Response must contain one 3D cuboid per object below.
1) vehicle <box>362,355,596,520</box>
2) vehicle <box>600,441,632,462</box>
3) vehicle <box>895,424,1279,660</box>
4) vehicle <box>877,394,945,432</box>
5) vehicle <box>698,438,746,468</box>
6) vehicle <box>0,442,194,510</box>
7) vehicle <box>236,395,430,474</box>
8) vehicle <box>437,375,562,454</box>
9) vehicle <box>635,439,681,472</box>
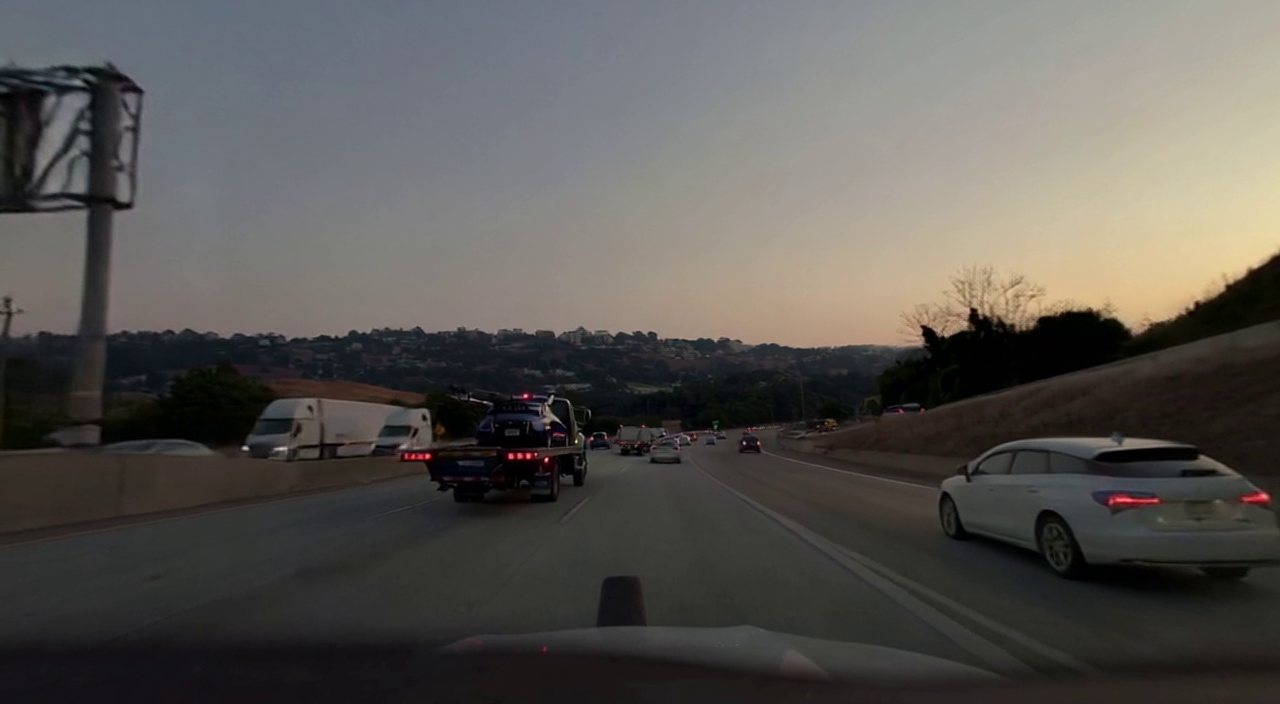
[{"bbox_3d":[-3.240,2.270,16.506,3.162,2.955,10.282,0,-8,2],"label":"vehicle"},{"bbox_3d":[-1.760,7.374,46.832,2.016,1.450,4.310,0,-8,3],"label":"vehicle"},{"bbox_3d":[4.529,1.528,6.248,2.040,1.481,4.260,0,-8,-3],"label":"vehicle"},{"bbox_3d":[19.750,4.532,46.281,2.433,2.488,4.939,1,-8,-5],"label":"vehicle"},{"bbox_3d":[4.732,5.879,36.991,2.075,1.614,4.682,0,-8,-1],"label":"vehicle"},{"bbox_3d":[-13.386,2.988,15.709,1.824,1.475,3.671,0,-8,0],"label":"vehicle"},{"bbox_3d":[-16.086,4.700,35.268,3.195,3.540,13.835,-1,-8,4],"label":"vehicle"},{"bbox_3d":[-3.257,1.660,15.696,1.893,1.674,4.766,0,-8,2],"label":"vehicle"},{"bbox_3d":[0.863,4.946,30.367,2.079,1.499,3.915,0,-8,1],"label":"vehicle"}]
